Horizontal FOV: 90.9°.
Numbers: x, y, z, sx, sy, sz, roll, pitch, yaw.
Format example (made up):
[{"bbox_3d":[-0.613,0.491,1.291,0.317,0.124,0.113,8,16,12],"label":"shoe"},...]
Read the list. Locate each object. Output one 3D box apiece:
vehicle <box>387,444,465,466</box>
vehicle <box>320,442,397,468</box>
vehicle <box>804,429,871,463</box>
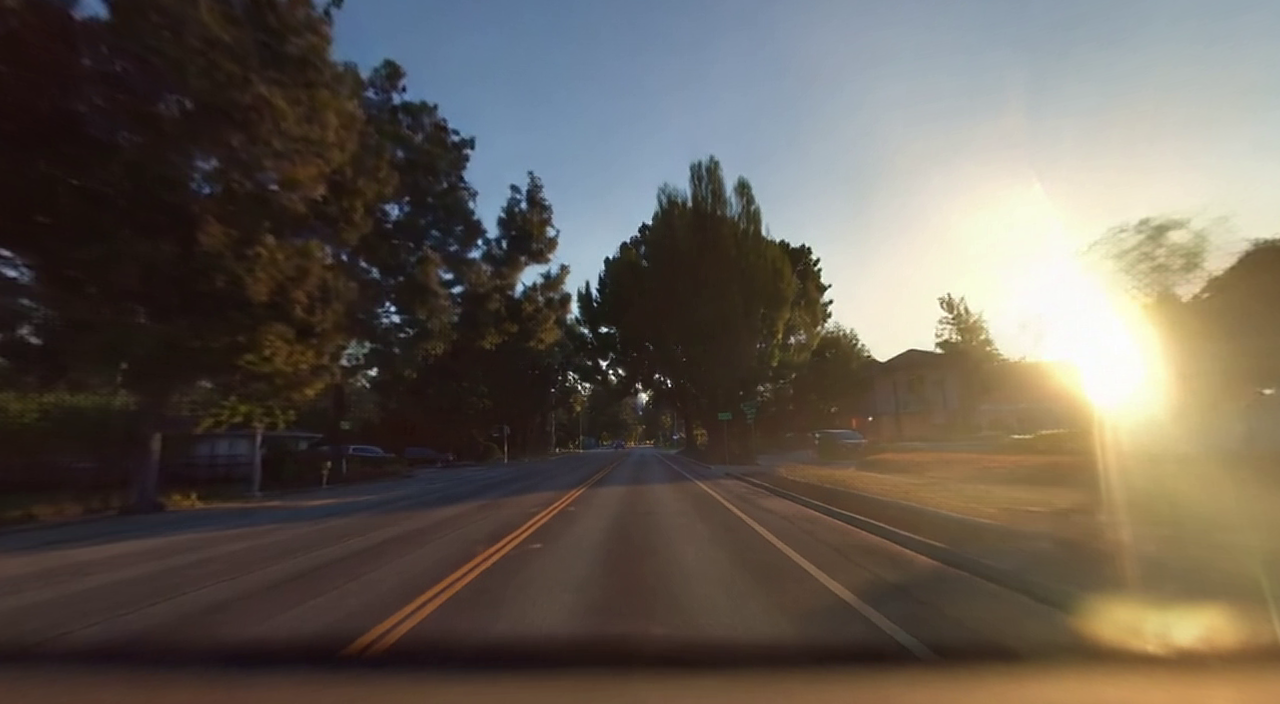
[{"bbox_3d":[-15.072,7.275,44.604,4.787,1.474,1.967,-1,-8,3],"label":"vehicle"},{"bbox_3d":[-18.900,6.923,42.449,4.233,1.623,1.943,0,-8,1],"label":"vehicle"},{"bbox_3d":[9.776,4.716,31.572,1.805,1.571,4.467,0,-9,-2],"label":"vehicle"}]
